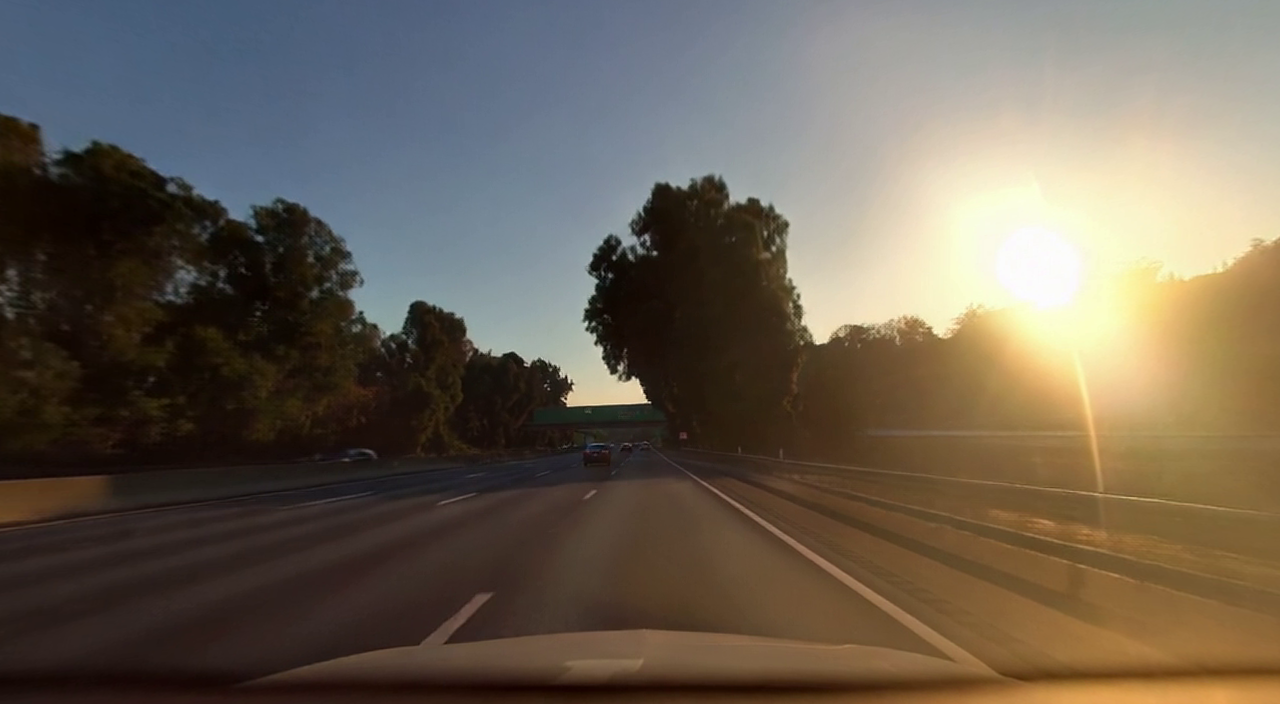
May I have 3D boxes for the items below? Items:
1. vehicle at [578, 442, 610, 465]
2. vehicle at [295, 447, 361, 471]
[{"bbox_3d":[-3.303,7.397,46.185,1.993,1.589,3.898,0,-8,0],"label":"vehicle"},{"bbox_3d":[-21.214,7.278,43.130,2.022,1.472,4.629,0,-8,2],"label":"vehicle"}]
